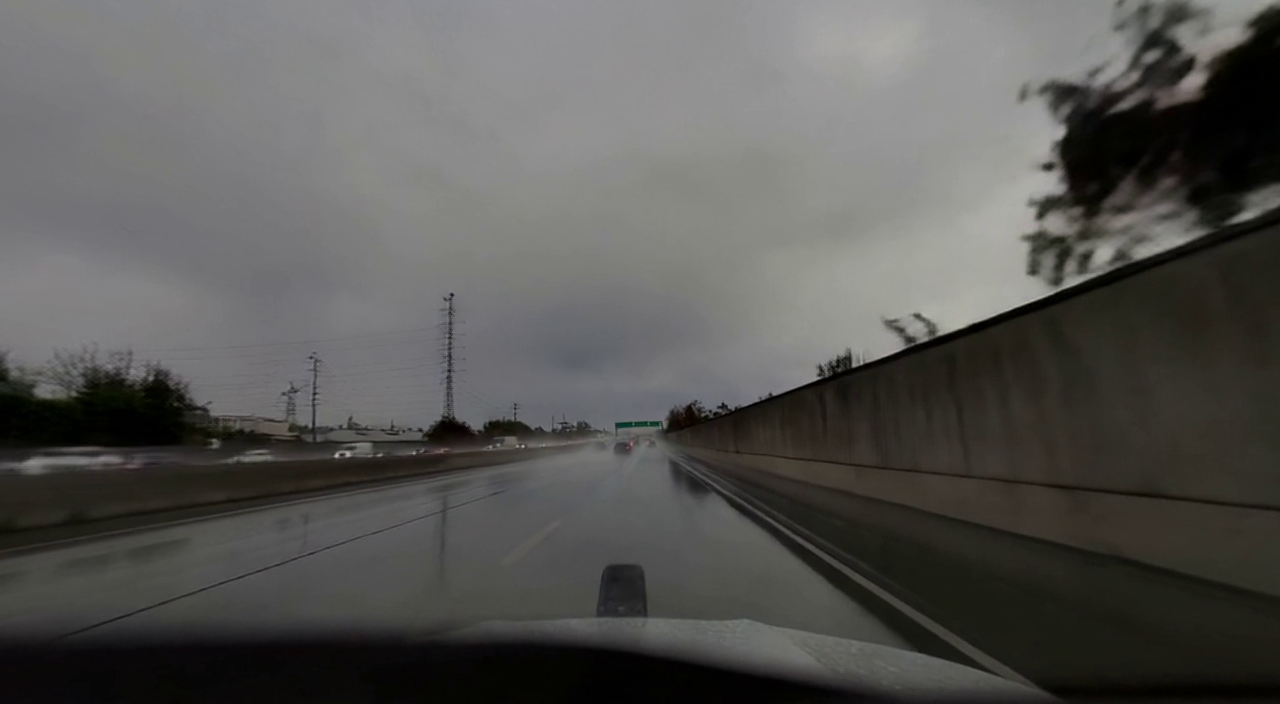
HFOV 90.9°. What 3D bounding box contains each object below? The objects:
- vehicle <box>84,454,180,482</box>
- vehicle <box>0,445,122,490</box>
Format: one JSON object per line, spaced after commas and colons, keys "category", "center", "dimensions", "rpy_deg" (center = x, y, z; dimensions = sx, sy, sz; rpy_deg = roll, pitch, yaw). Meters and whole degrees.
{"category": "vehicle", "center": [-31.603, 7.193, 39.474], "dimensions": [1.866, 1.495, 4.906], "rpy_deg": [0, -8, 1]}
{"category": "vehicle", "center": [-27.708, 5.343, 29.688], "dimensions": [2.132, 1.908, 5.131], "rpy_deg": [-1, -8, 1]}
